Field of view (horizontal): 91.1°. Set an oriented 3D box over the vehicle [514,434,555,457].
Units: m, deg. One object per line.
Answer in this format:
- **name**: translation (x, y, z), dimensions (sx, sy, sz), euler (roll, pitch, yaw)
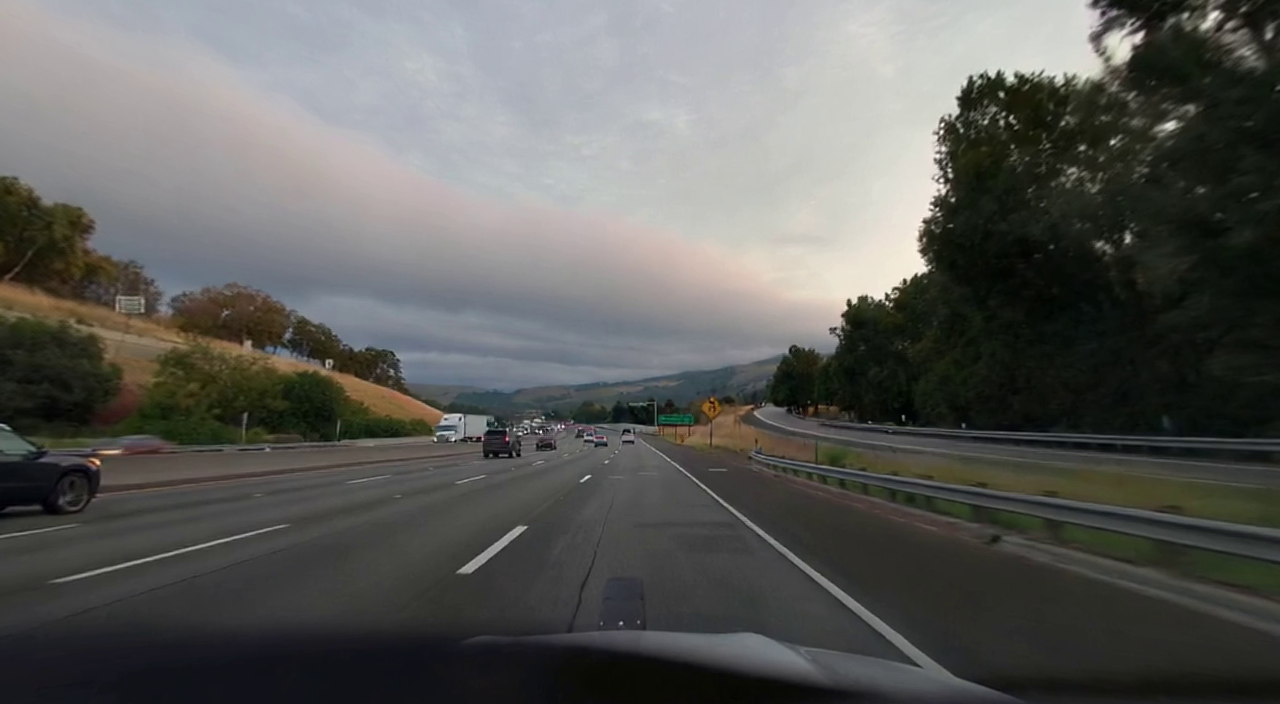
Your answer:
- **vehicle**: translation (-7.338, 6.534, 43.966), dimensions (2.113, 1.507, 4.450), euler (0, -8, 0)
